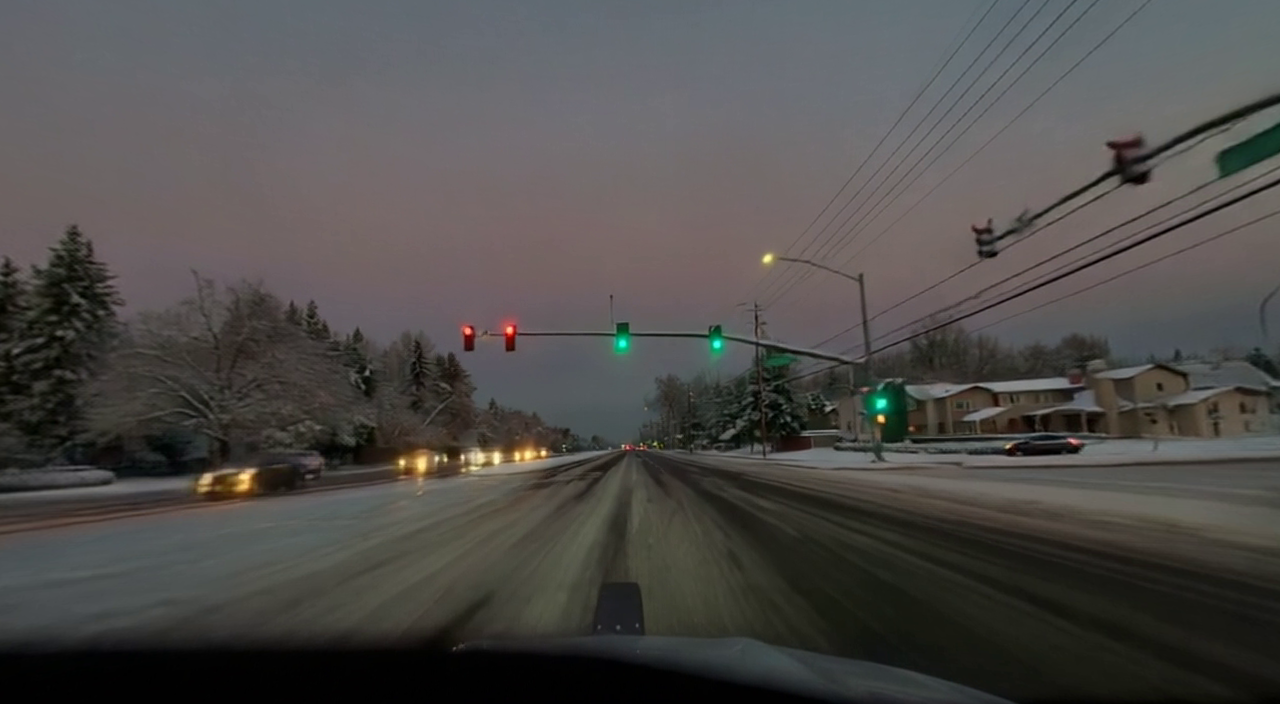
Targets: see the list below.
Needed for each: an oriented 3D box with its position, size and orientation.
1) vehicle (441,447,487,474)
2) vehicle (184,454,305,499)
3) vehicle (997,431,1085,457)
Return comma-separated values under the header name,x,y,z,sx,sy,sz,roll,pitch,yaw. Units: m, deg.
name,x,y,z,sx,sy,sz,roll,pitch,yaw
vehicle,-12.169,7.466,43.888,1.912,1.509,4.425,-4,-7,-1
vehicle,-15.154,4.761,24.539,1.891,1.484,4.441,-1,-9,-1
vehicle,24.944,5.755,39.345,4.439,1.454,1.842,-7,-10,34
